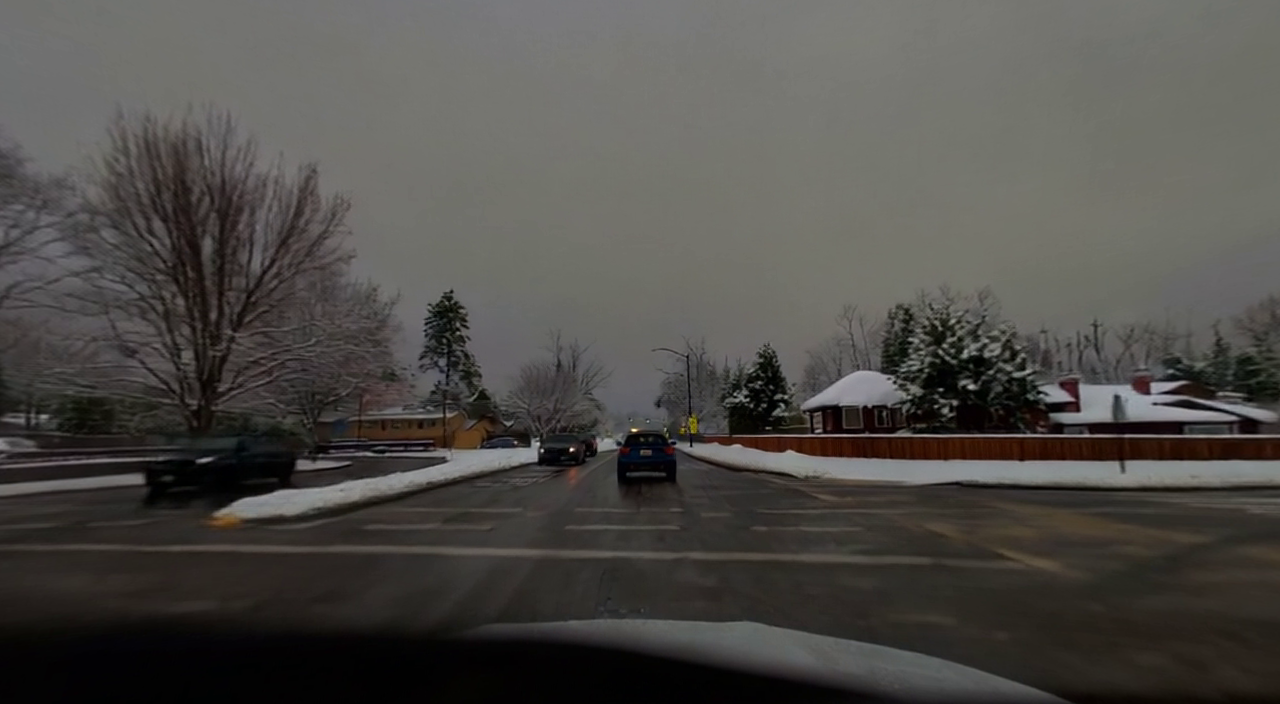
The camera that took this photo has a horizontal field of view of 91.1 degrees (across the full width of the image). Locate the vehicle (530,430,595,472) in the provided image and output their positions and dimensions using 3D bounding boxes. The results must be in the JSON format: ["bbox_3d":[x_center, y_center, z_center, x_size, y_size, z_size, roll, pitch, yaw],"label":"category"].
[{"bbox_3d":[-3.336,4.321,27.936,2.067,1.546,4.988,2,-6,2],"label":"vehicle"}]

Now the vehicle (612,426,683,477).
[{"bbox_3d":[0.249,3.526,22.566,2.290,1.653,4.127,0,-8,0],"label":"vehicle"}]

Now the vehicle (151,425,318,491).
[{"bbox_3d":[-11.528,3.011,18.299,2.103,1.679,4.199,0,-7,-1],"label":"vehicle"}]

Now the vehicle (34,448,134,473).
[{"bbox_3d":[-39.023,7.615,44.227,4.724,1.597,2.191,4,-8,-26],"label":"vehicle"}]
